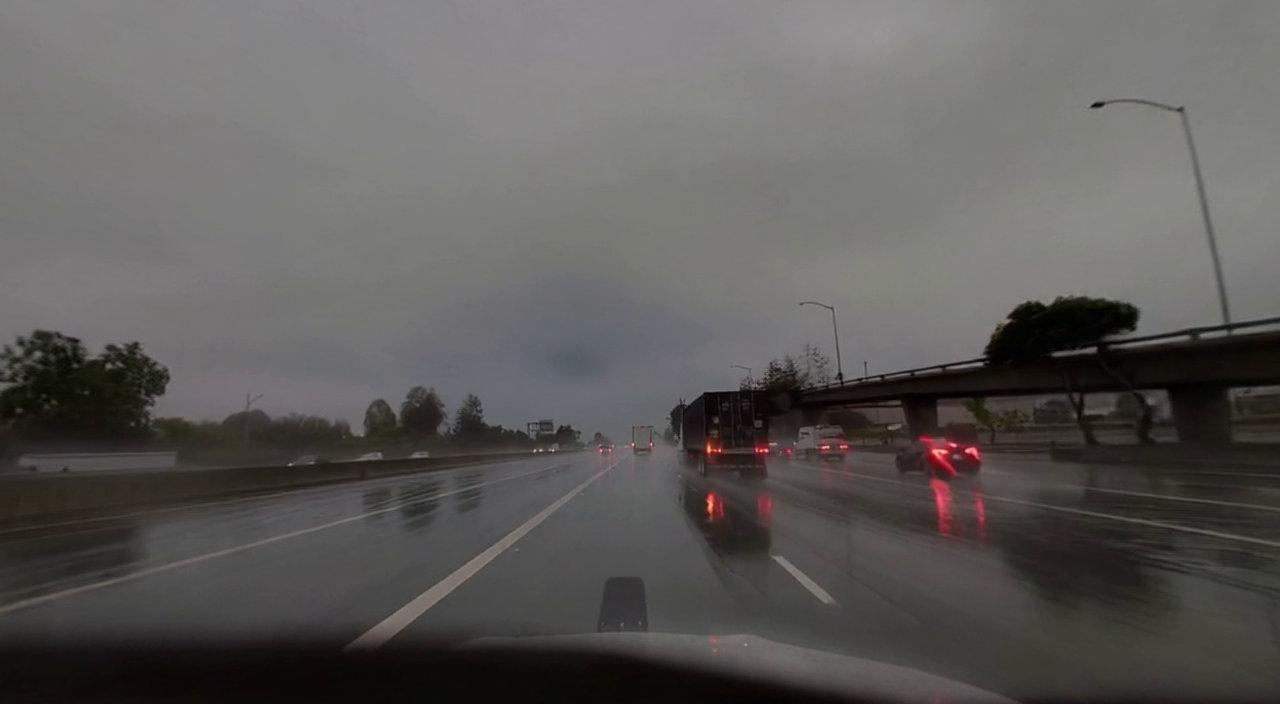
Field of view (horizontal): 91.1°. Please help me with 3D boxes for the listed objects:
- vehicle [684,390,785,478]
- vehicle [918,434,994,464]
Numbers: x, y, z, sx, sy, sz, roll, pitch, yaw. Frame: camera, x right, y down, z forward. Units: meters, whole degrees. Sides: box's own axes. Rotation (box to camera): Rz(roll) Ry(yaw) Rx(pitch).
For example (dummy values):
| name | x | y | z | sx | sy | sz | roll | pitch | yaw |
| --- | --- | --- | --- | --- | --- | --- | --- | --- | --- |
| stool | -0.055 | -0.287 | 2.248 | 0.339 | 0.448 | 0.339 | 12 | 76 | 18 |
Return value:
| name | x | y | z | sx | sy | sz | roll | pitch | yaw |
| --- | --- | --- | --- | --- | --- | --- | --- | --- | --- |
| vehicle | 4.021 | 3.951 | 29.629 | 3.049 | 3.395 | 10.595 | 0 | -8 | 0 |
| vehicle | 17.615 | 5.468 | 35.265 | 2.021 | 1.549 | 4.322 | 1 | -9 | 1 |
